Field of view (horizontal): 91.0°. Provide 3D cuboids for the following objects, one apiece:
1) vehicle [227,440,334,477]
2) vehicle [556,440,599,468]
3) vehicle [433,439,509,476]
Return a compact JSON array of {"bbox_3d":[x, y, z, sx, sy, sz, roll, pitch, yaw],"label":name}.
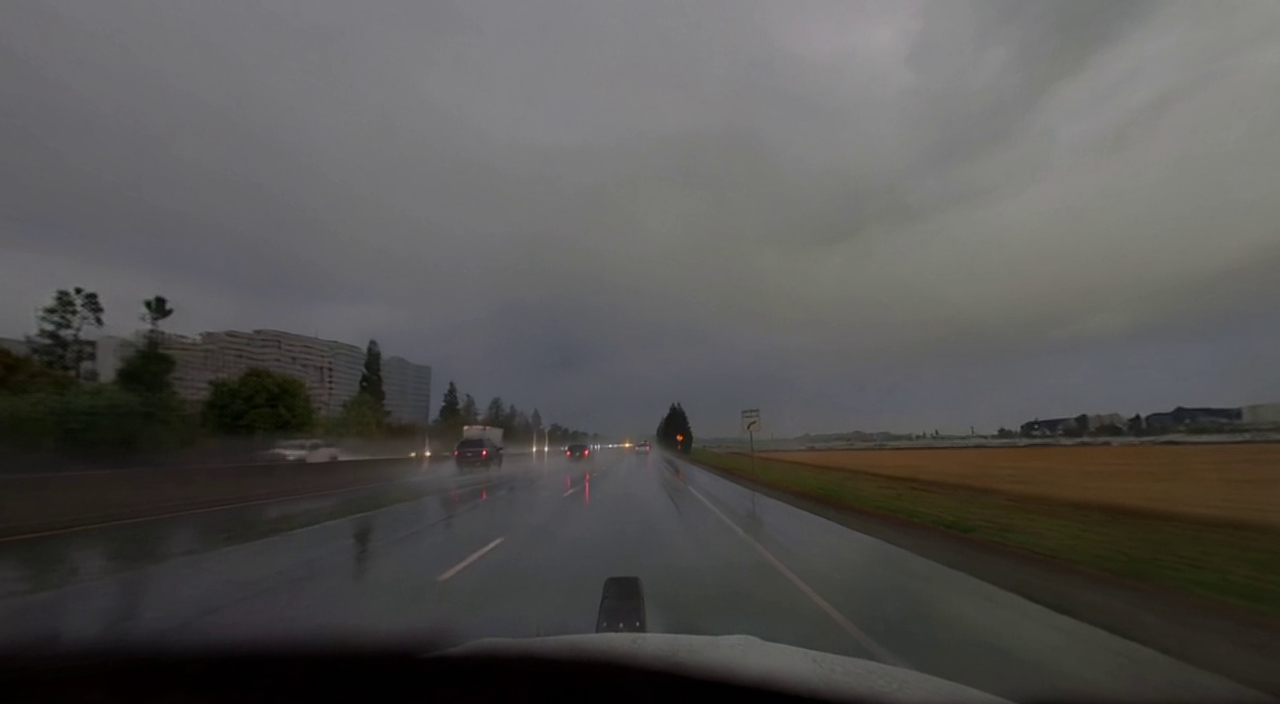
[{"bbox_3d":[-18.975,5.618,33.670,2.198,1.781,5.886,0,-9,1],"label":"vehicle"},{"bbox_3d":[-3.799,6.313,39.031,2.083,1.588,4.801,0,-9,1],"label":"vehicle"},{"bbox_3d":[-7.513,4.747,28.481,2.034,1.523,4.627,0,-9,1],"label":"vehicle"}]
